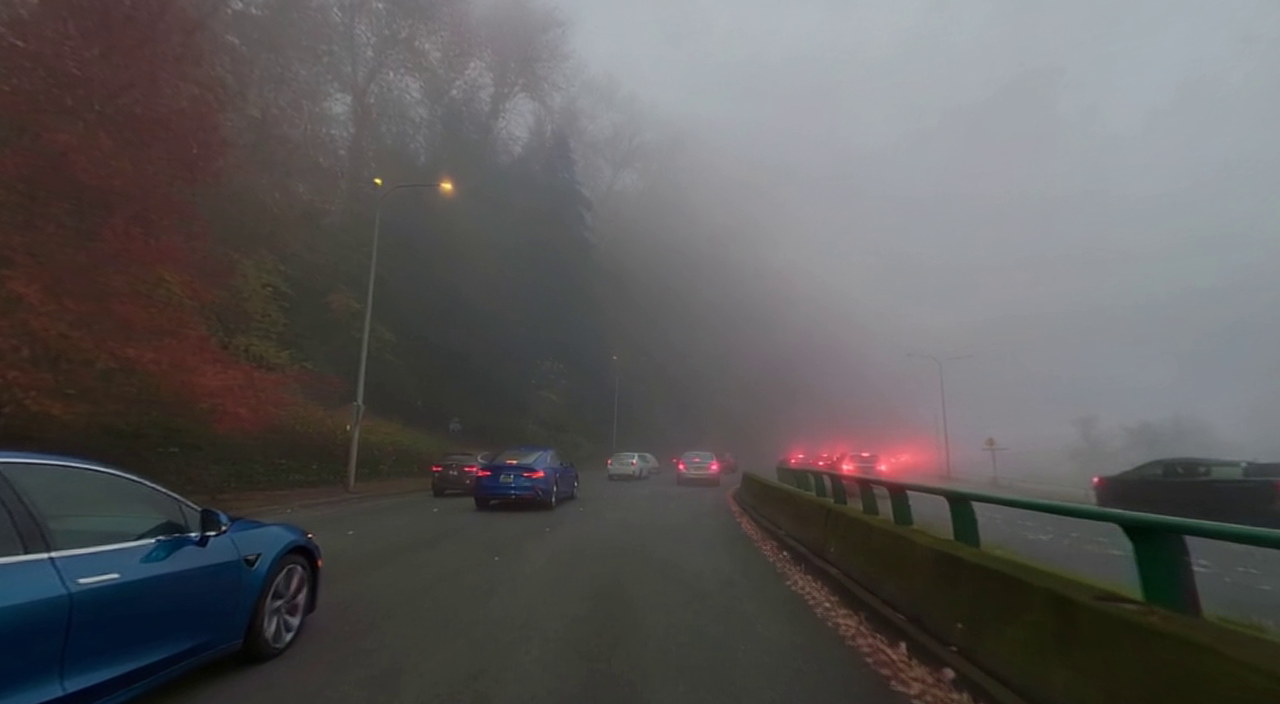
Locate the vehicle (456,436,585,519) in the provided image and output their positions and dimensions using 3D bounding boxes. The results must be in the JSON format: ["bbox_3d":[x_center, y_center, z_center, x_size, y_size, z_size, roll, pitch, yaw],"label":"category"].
[{"bbox_3d":[-2.667,2.932,15.302,1.979,1.663,4.513,0,-9,4],"label":"vehicle"}]

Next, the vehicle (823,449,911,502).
[{"bbox_3d":[7.712,4.191,21.815,1.768,1.634,4.064,0,-9,4],"label":"vehicle"}]

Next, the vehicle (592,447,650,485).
[{"bbox_3d":[-0.792,5.273,29.453,1.930,1.635,4.260,-1,-9,9],"label":"vehicle"}]

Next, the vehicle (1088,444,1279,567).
[{"bbox_3d":[10.331,2.516,10.963,1.894,1.763,4.432,0,-9,2],"label":"vehicle"}]

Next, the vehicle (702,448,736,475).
[{"bbox_3d":[5.323,7.256,41.941,1.977,1.704,3.841,-1,-9,11],"label":"vehicle"}]

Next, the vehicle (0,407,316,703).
[{"bbox_3d":[-3.414,0.964,2.427,1.921,1.503,4.317,0,-9,2],"label":"vehicle"}]

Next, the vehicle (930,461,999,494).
[{"bbox_3d":[17.077,6.589,33.366,1.816,1.481,4.422,-1,-9,8],"label":"vehicle"}]

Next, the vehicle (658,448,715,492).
[{"bbox_3d":[1.881,4.462,24.270,2.015,1.506,4.276,-1,-9,7],"label":"vehicle"}]
